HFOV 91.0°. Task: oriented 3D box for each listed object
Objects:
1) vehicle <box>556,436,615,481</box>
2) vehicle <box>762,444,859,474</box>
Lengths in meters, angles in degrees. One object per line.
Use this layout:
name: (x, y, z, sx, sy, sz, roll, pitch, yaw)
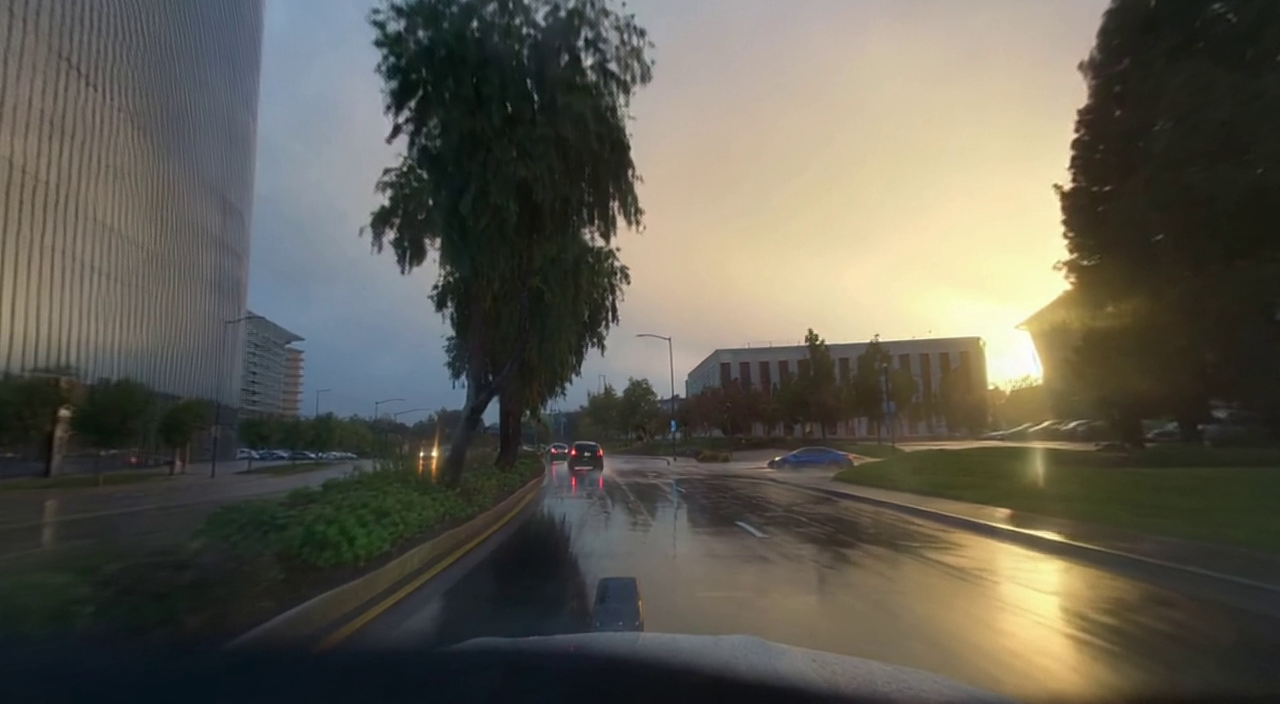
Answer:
vehicle: (-2.219, 4.304, 25.778, 2.183, 1.675, 4.319, 1, -8, -5)
vehicle: (9.068, 5.712, 33.762, 4.645, 1.505, 2.100, 0, -8, 3)
